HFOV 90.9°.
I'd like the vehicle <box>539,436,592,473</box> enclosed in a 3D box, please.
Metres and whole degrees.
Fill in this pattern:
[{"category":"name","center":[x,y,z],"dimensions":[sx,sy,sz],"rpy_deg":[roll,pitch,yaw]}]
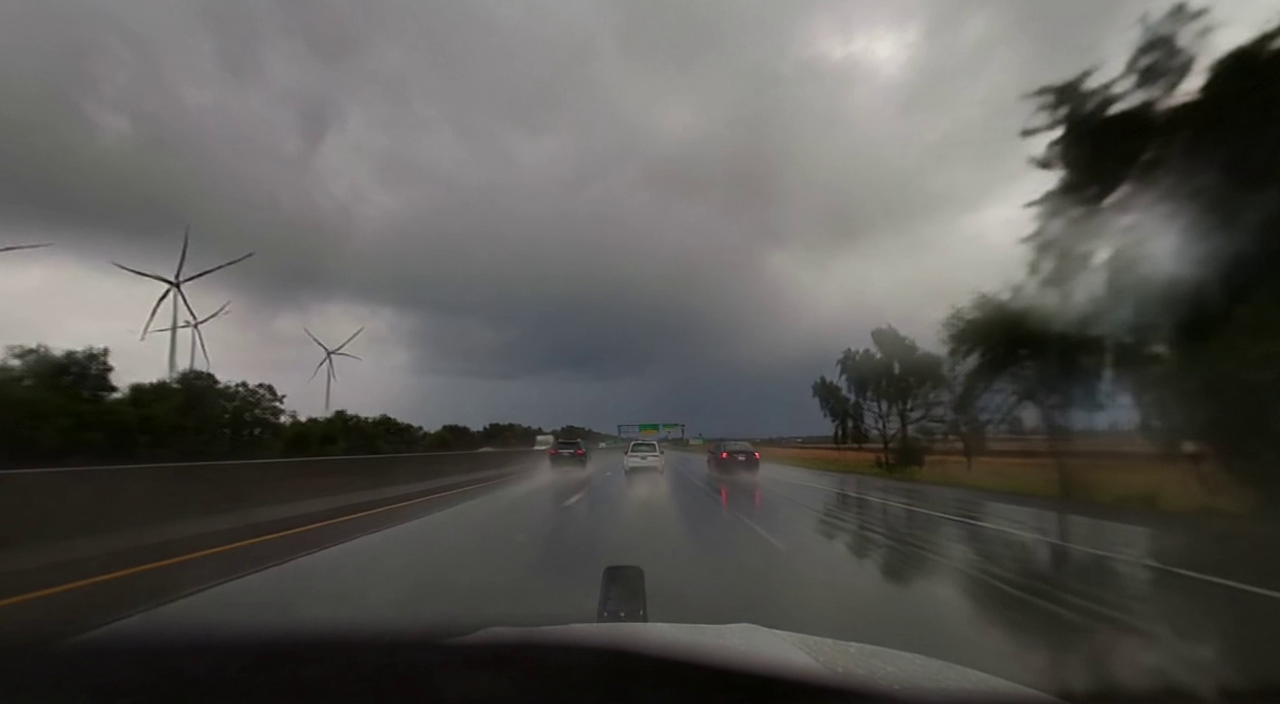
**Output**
[{"category":"vehicle","center":[-3.816,5.397,33.212],"dimensions":[2.131,1.784,4.635],"rpy_deg":[0,-9,1]}]

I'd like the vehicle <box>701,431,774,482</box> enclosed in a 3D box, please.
[{"category":"vehicle","center":[3.802,4.195,25.513],"dimensions":[2.104,1.861,4.956],"rpy_deg":[0,-9,-1]}]

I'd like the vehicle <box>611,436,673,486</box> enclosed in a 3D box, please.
[{"category":"vehicle","center":[0.051,3.975,23.211],"dimensions":[2.083,1.653,3.787],"rpy_deg":[0,-9,0]}]
